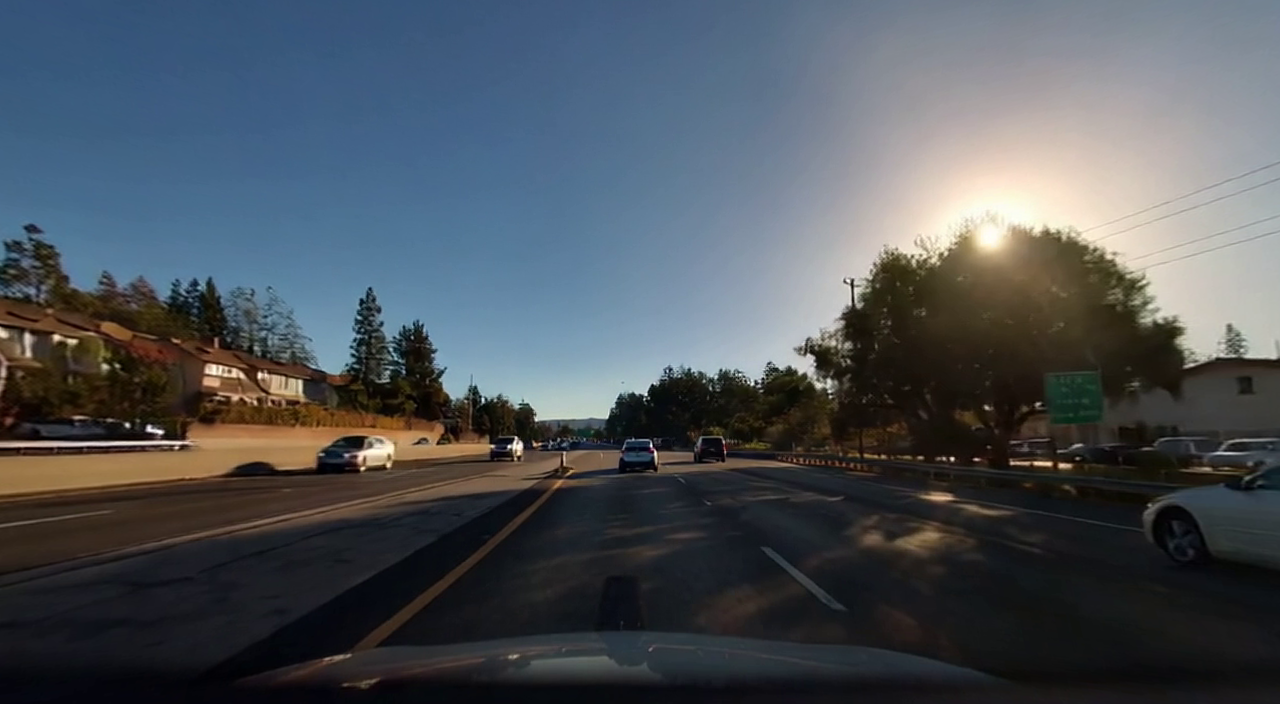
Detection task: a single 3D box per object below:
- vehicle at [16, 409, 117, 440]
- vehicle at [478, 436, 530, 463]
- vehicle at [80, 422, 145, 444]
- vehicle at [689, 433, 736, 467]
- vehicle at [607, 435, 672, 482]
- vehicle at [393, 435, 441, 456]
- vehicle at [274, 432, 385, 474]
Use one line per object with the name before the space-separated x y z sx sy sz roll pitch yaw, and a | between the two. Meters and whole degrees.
vehicle | -39.627 5.081 43.872 2.041 1.944 5.239 0 -8 0
vehicle | -7.801 5.651 36.642 1.893 1.477 4.648 0 -8 1
vehicle | -36.635 5.663 43.984 1.505 1.371 3.387 4 -8 0
vehicle | 4.252 5.817 37.576 2.186 1.842 4.553 0 -8 -1
vehicle | 0.016 3.618 21.635 2.040 1.451 3.736 0 -8 1
vehicle | -17.210 7.255 49.048 1.867 1.503 4.933 0 -8 0
vehicle | -12.256 4.016 25.336 2.042 1.502 4.626 0 -8 1
